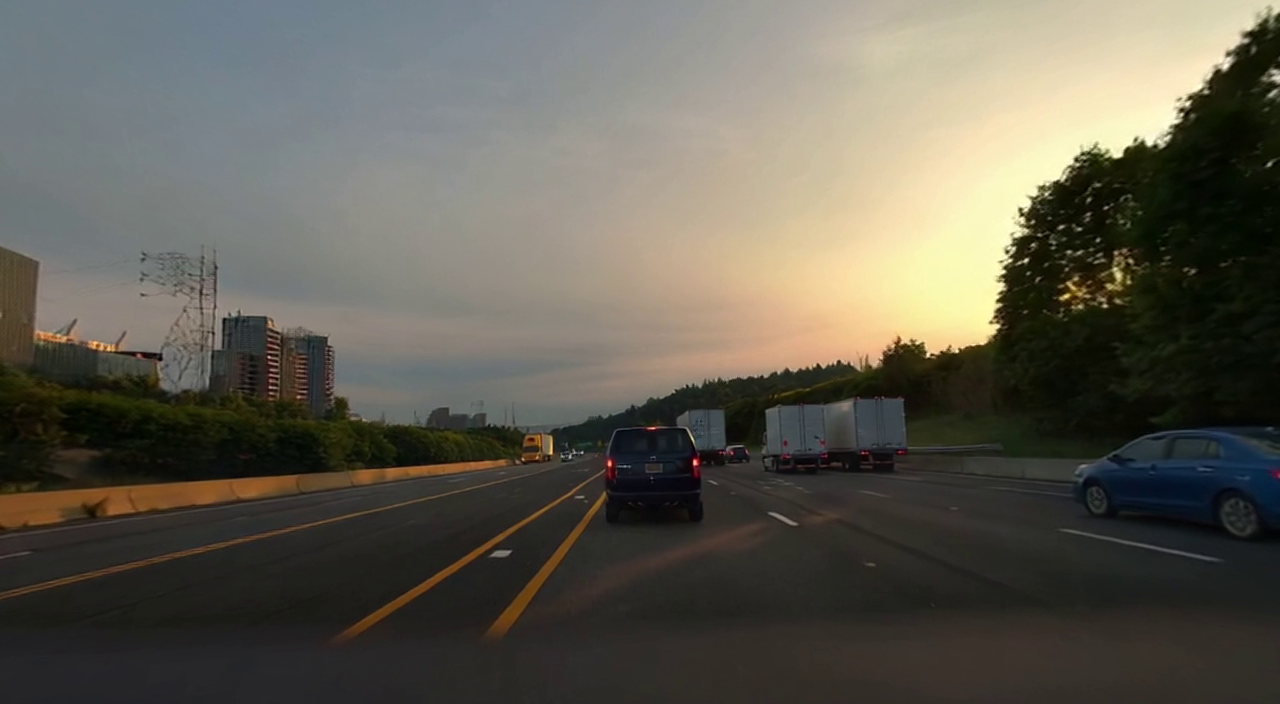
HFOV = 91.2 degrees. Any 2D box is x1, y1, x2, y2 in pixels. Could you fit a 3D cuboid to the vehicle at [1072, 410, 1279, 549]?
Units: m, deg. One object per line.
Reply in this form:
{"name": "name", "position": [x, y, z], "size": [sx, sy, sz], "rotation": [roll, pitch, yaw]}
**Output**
{"name": "vehicle", "position": [8.690, 1.741, 8.955], "size": [1.913, 1.652, 4.384], "rotation": [-1, -9, 1]}

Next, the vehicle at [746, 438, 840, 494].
{"name": "vehicle", "position": [4.476, 3.382, 18.930], "size": [1.859, 1.512, 3.711], "rotation": [0, -9, 0]}

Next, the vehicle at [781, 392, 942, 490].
{"name": "vehicle", "position": [8.526, 3.736, 26.094], "size": [2.799, 3.188, 10.578], "rotation": [-1, -9, 0]}

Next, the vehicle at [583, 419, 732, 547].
{"name": "vehicle", "position": [0.232, 1.992, 10.058], "size": [1.965, 1.664, 3.428], "rotation": [-1, -9, 0]}
